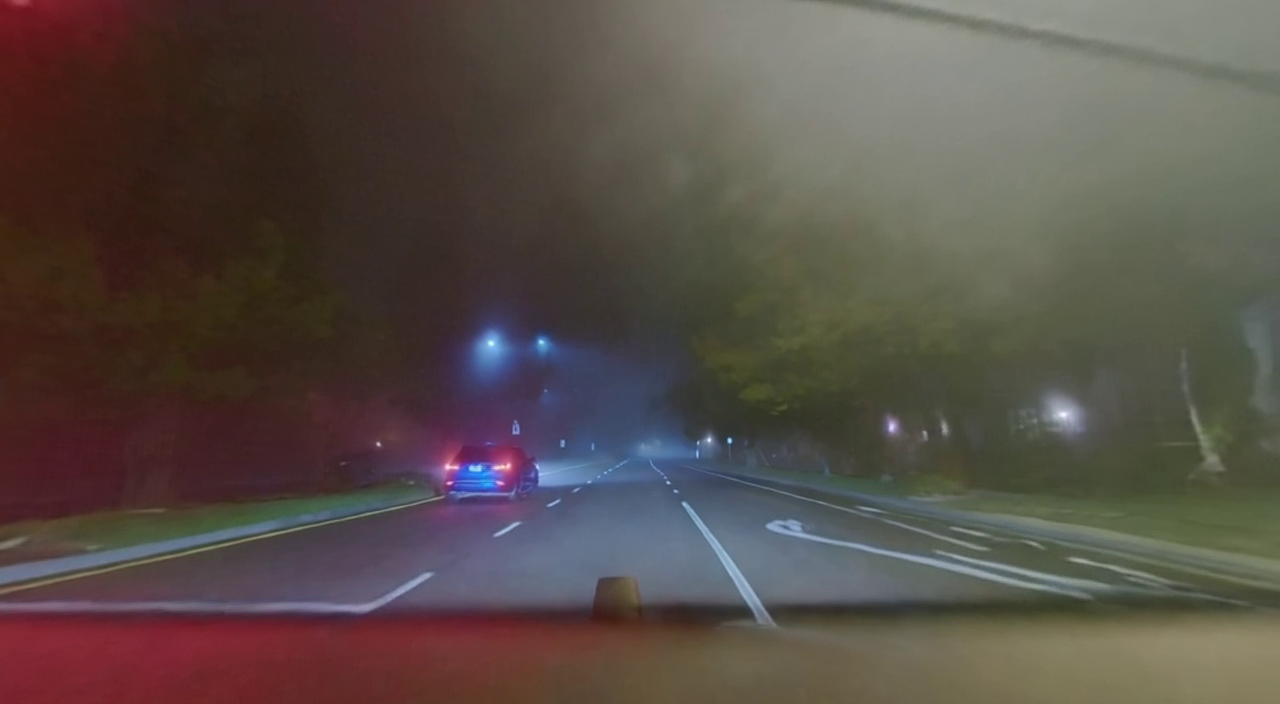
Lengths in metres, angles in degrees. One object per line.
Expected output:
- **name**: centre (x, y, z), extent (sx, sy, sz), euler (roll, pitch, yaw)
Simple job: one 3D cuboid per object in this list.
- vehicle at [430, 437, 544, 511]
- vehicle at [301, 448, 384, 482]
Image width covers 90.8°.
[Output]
- **vehicle**: centre (-3.960, 3.234, 17.219), extent (1.993, 1.733, 4.262), euler (0, -8, 1)
- **vehicle**: centre (-16.676, 6.328, 35.720), extent (2.202, 1.724, 4.934), euler (0, -8, 1)
